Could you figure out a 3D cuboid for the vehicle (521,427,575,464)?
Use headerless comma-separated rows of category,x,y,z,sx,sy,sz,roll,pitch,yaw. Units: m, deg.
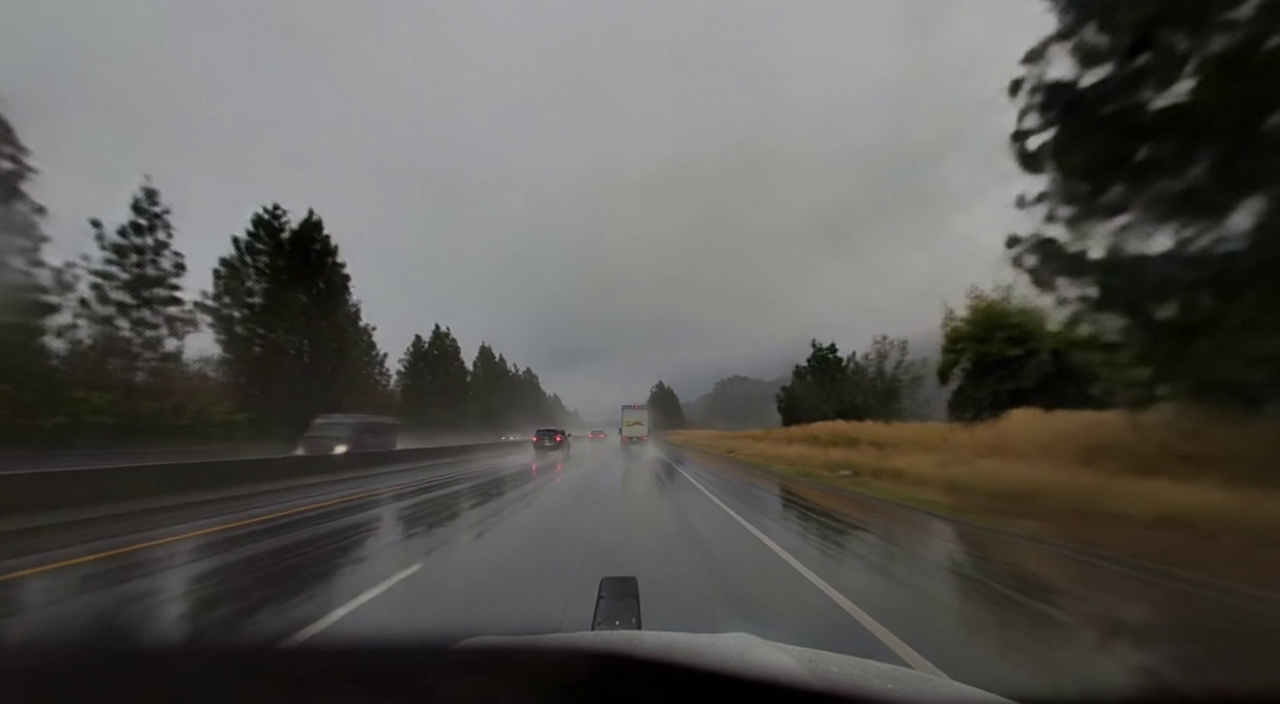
vehicle,-4.568,4.686,31.864,2.049,1.726,4.291,0,-8,0

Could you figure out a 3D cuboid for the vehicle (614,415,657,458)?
vehicle,-0.324,5.343,39.891,2.526,2.531,5.026,0,-8,-1

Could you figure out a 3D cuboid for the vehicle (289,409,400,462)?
vehicle,-13.282,3.822,28.856,2.346,2.195,5.536,0,-8,0
